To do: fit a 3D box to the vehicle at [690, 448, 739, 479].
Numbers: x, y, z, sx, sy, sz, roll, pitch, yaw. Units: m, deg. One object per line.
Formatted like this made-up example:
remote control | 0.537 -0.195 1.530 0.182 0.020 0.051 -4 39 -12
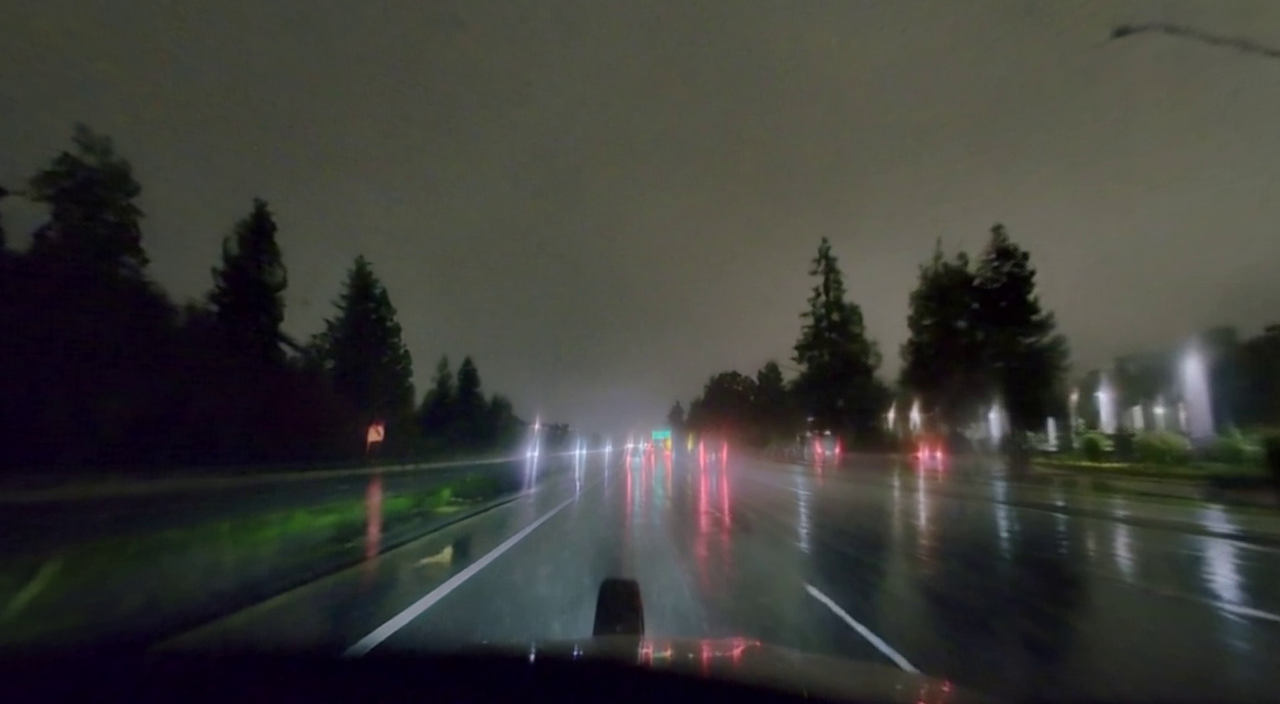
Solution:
vehicle | 3.906 5.925 33.783 2.115 1.522 4.330 0 -9 0
